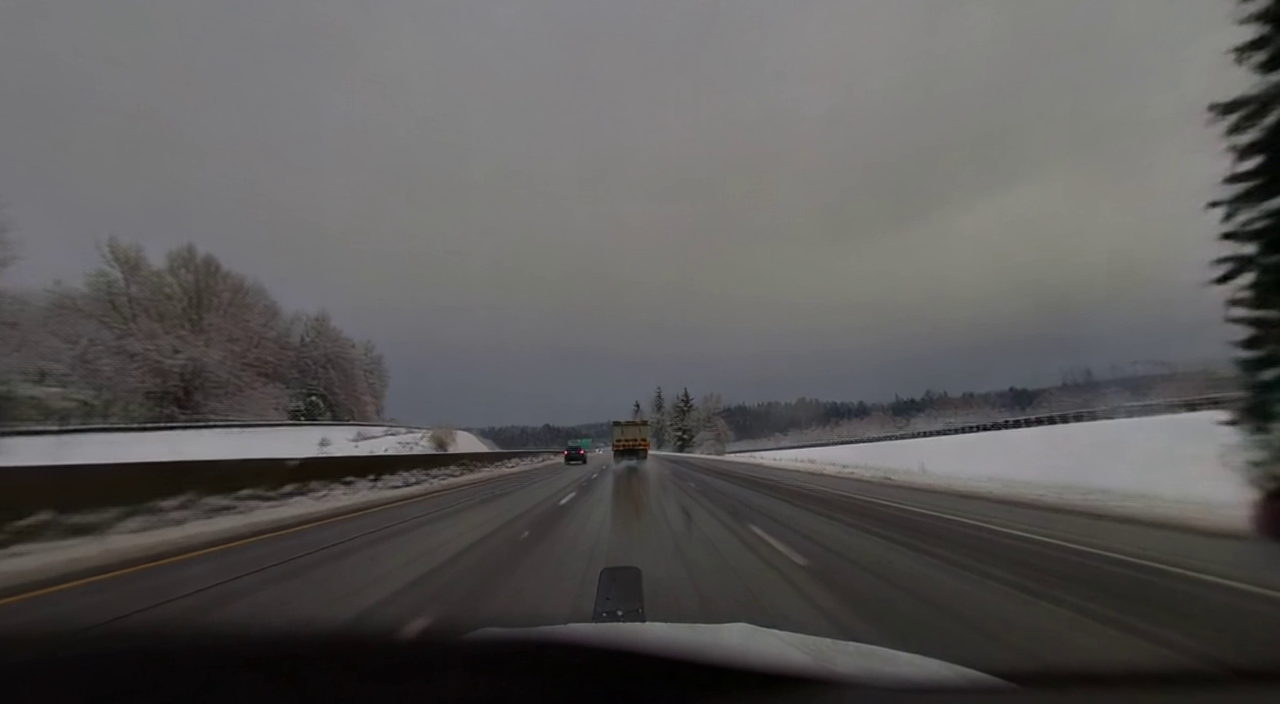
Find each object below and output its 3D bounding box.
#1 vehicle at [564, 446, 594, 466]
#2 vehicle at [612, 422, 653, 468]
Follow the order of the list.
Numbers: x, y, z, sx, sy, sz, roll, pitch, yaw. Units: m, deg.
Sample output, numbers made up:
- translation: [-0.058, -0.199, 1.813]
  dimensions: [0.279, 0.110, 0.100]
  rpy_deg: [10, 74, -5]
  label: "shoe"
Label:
- translation: [-4.649, 7.965, 48.557]
  dimensions: [1.991, 1.484, 4.110]
  rpy_deg: [0, -9, -1]
  label: "vehicle"
- translation: [-0.610, 6.701, 45.479]
  dimensions: [2.672, 3.056, 6.900]
  rpy_deg: [0, -9, -2]
  label: "vehicle"
